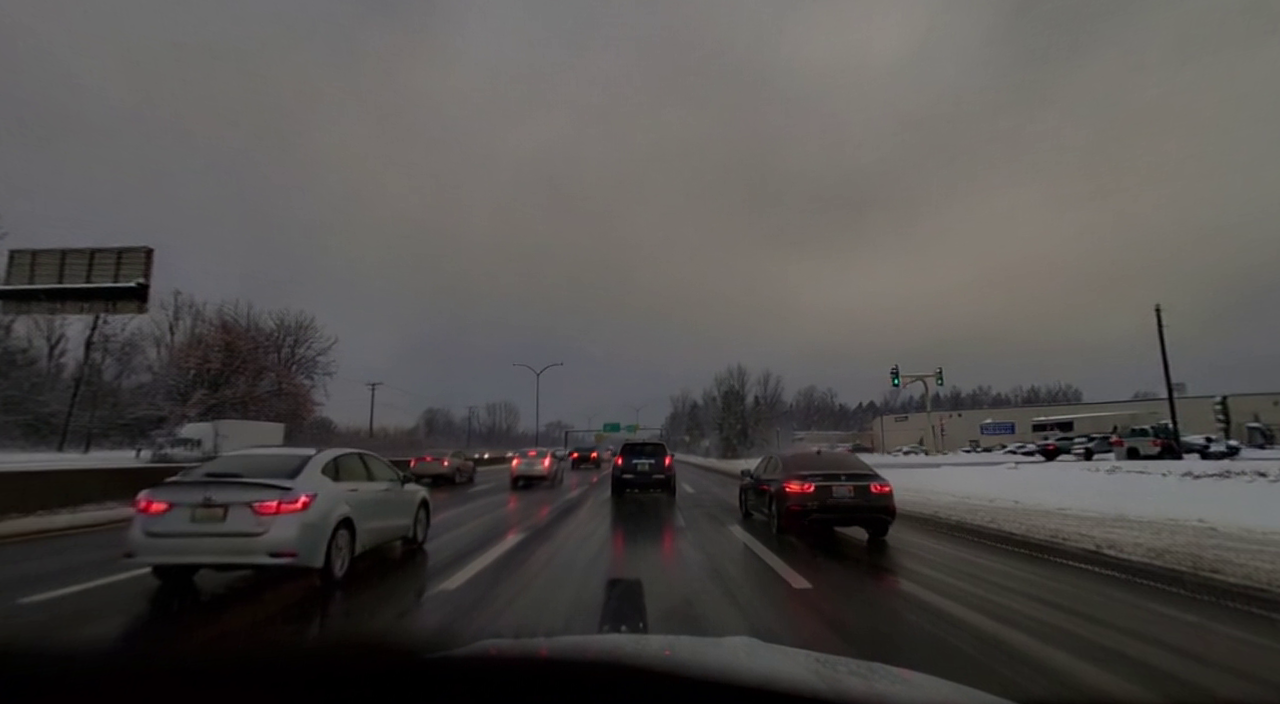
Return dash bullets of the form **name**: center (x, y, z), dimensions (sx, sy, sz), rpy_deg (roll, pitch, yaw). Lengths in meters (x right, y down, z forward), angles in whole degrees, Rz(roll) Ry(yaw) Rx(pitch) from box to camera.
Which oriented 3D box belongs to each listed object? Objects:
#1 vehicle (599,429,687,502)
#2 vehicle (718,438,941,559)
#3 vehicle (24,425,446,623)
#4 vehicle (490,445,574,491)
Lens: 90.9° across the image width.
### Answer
- **vehicle**: center (0.106, 3.110, 17.566), dimensions (2.152, 1.779, 3.924), rpy_deg (0, -9, 1)
- **vehicle**: center (2.623, 2.149, 10.084), dimensions (2.018, 1.470, 4.491), rpy_deg (0, -9, -2)
- **vehicle**: center (-3.763, 1.642, 6.992), dimensions (1.883, 1.500, 4.161), rpy_deg (0, -9, 0)
- **vehicle**: center (-3.678, 4.048, 22.382), dimensions (2.132, 1.464, 4.481), rpy_deg (0, -9, 1)
